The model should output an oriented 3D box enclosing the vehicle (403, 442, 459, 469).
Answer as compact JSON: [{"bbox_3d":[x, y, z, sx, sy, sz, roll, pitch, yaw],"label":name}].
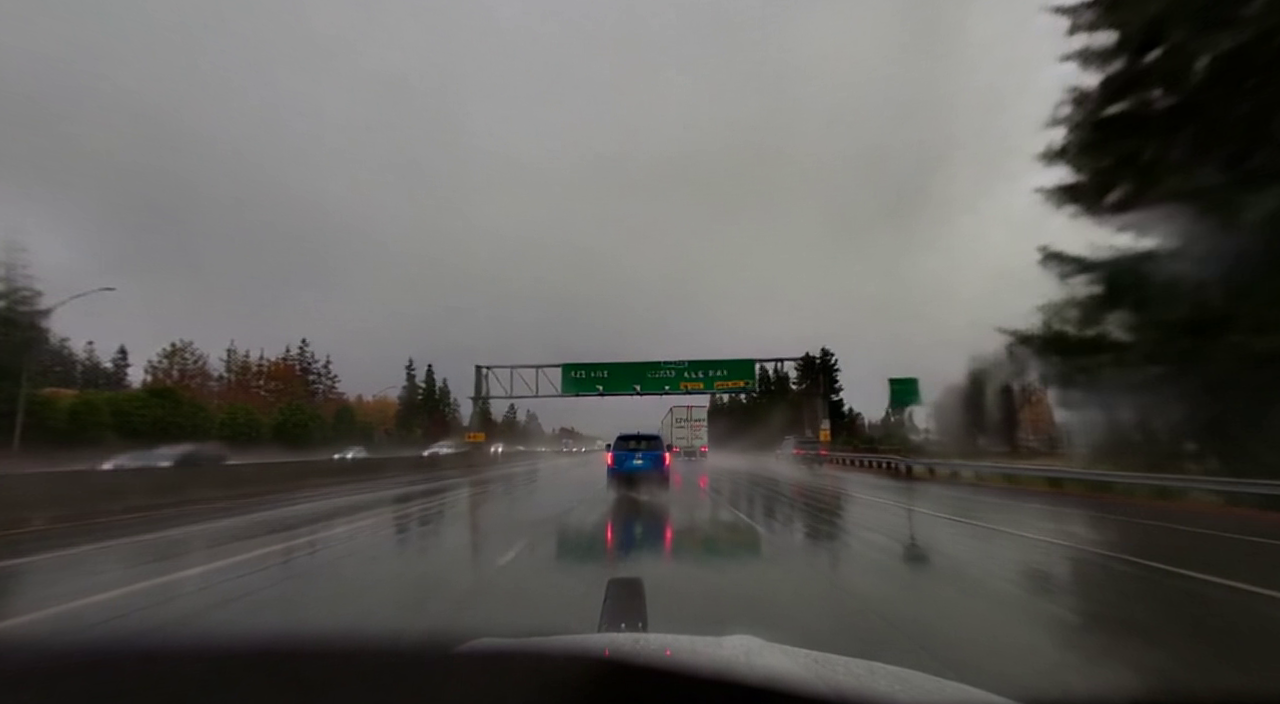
[{"bbox_3d":[-15.005,7.458,45.413,2.097,1.813,5.472,0,-8,1],"label":"vehicle"}]

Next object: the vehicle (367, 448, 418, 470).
[{"bbox_3d":[-18.469,8.004,47.049,1.971,1.518,4.297,0,-8,1],"label":"vehicle"}]

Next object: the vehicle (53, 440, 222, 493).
[{"bbox_3d":[-19.056,4.319,24.243,2.092,1.801,5.217,0,-8,1],"label":"vehicle"}]

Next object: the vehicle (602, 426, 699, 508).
[{"bbox_3d":[0.247,2.757,15.472,2.054,1.706,4.201,0,-8,1],"label":"vehicle"}]
